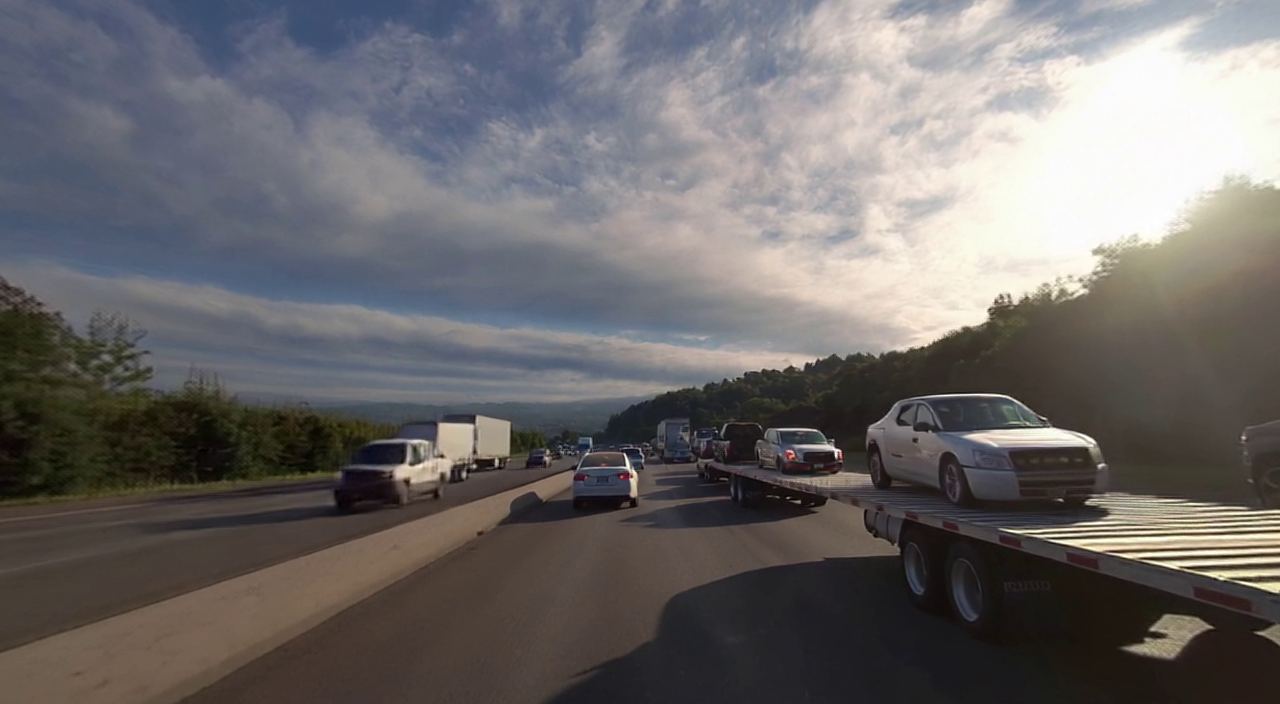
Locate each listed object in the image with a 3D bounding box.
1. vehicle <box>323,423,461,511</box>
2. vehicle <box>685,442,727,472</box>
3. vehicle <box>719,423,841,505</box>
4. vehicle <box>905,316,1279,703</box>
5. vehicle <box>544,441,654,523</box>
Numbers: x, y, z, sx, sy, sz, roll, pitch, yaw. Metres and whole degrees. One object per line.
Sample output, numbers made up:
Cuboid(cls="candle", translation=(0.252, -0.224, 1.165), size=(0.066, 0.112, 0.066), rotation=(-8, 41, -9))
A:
Cuboid(cls="vehicle", translation=(-8.315, 3.922, 21.955), size=(2.385, 2.627, 5.771), rotation=(0, -9, 0))
Cuboid(cls="vehicle", translation=(3.823, 6.150, 37.059), size=(1.938, 1.660, 4.223), rotation=(0, -9, -1))
Cuboid(cls="vehicle", translation=(3.498, 2.908, 16.627), size=(2.303, 1.889, 3.920), rotation=(0, -9, 0))
Cuboid(cls="vehicle", translation=(3.484, 0.937, 3.602), size=(1.959, 1.783, 4.407), rotation=(0, -9, 0))
Cuboid(cls="vehicle", translation=(-0.723, 2.645, 13.283), size=(1.991, 1.466, 3.675), rotation=(0, -9, 0))
